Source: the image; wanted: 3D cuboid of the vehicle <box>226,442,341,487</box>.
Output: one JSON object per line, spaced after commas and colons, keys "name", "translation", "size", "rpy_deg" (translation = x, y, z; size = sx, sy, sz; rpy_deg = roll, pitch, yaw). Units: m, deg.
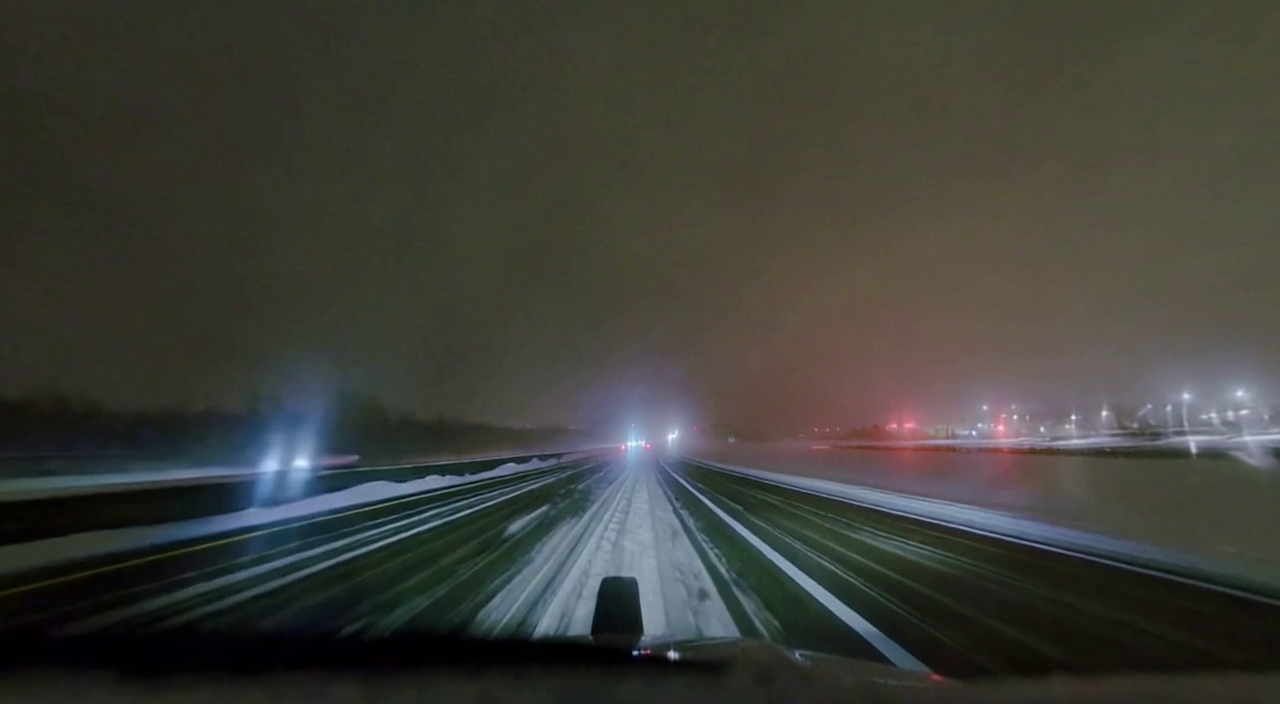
{"name": "vehicle", "translation": [-13.481, 4.263, 24.039], "size": [1.907, 1.533, 4.153], "rpy_deg": [0, -9, 1]}
